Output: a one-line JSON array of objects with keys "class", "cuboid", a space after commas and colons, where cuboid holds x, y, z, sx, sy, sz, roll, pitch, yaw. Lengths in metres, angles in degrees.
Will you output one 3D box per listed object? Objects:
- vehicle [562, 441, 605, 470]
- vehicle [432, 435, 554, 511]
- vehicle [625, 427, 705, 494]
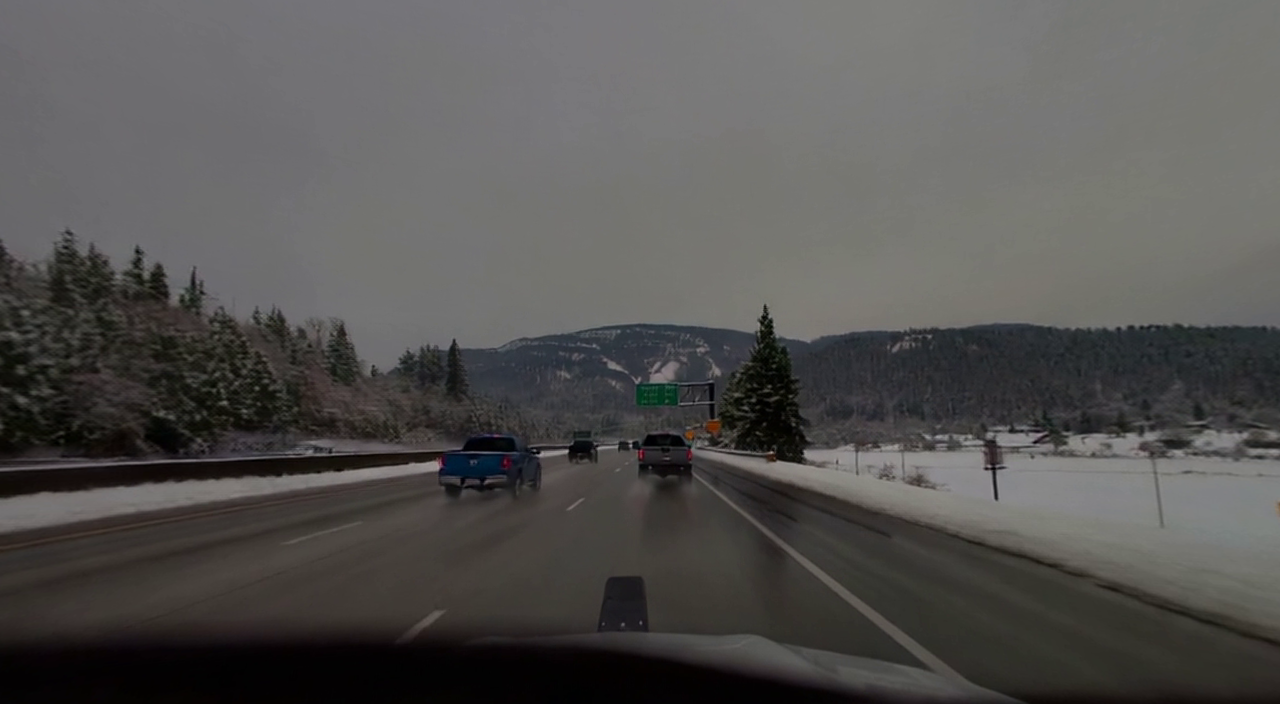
[{"class": "vehicle", "cuboid": [-3.314, 6.186, 37.855, 2.106, 1.651, 4.040, -1, -9, 2]}, {"class": "vehicle", "cuboid": [-3.428, 2.906, 15.579, 1.959, 1.604, 4.065, -1, -9, 1]}, {"class": "vehicle", "cuboid": [0.746, 3.449, 20.421, 2.229, 1.837, 5.387, -1, -9, 1]}]
